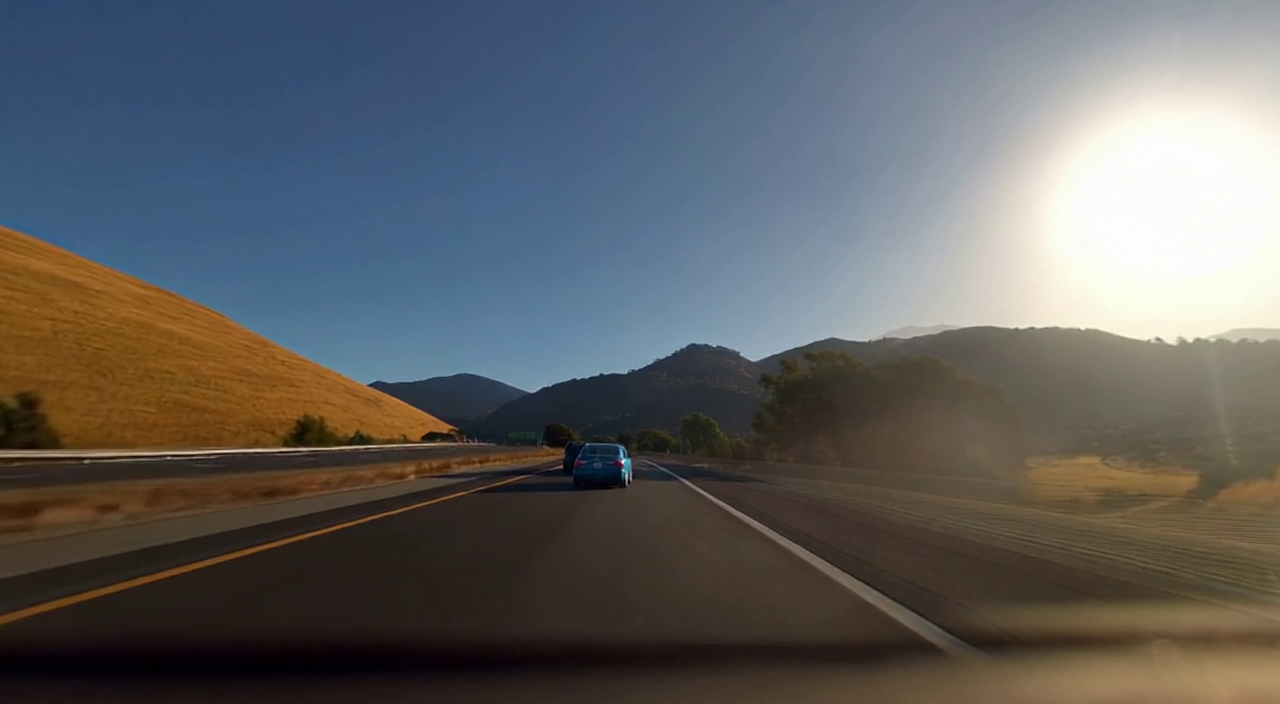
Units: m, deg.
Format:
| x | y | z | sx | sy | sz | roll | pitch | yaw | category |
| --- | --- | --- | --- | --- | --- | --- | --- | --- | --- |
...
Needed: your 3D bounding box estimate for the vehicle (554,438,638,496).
| x | y | z | sx | sy | sz | roll | pitch | yaw | category |
| --- | --- | --- | --- | --- | --- | --- | --- | --- | --- |
| -1.203 | 3.456 | 19.264 | 2.097 | 1.511 | 4.585 | -1 | -9 | 2 | vehicle |
